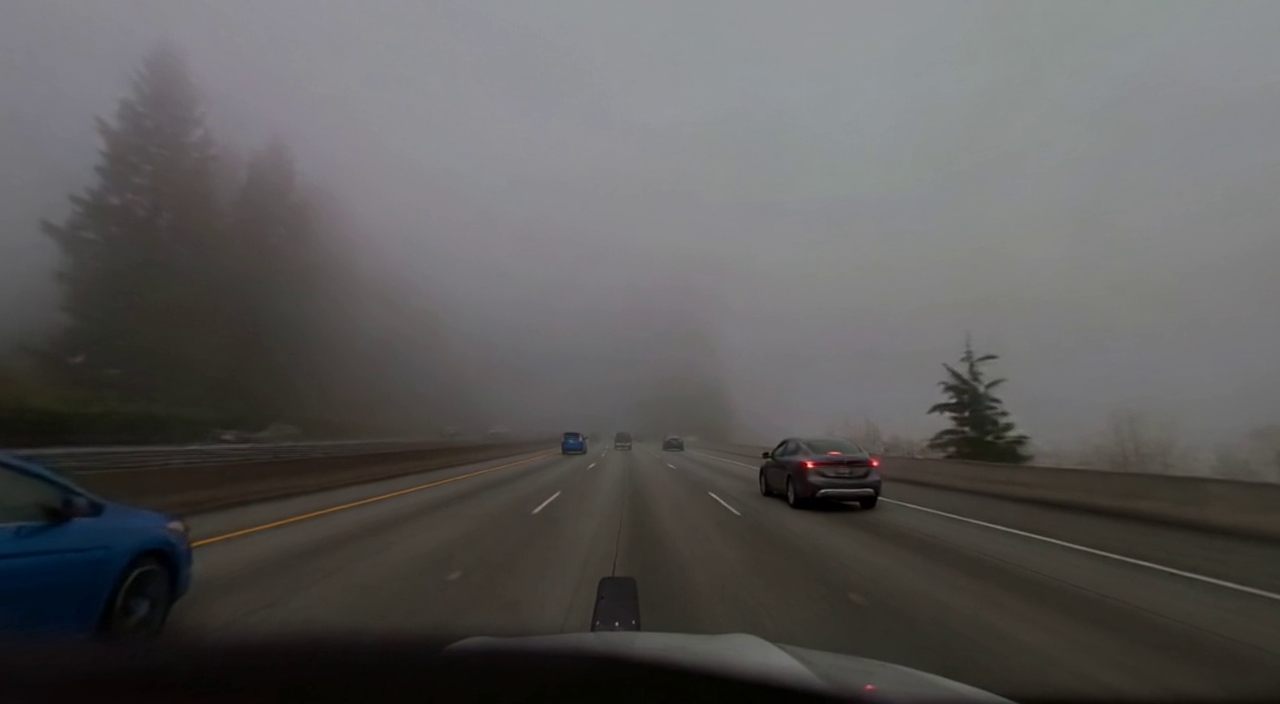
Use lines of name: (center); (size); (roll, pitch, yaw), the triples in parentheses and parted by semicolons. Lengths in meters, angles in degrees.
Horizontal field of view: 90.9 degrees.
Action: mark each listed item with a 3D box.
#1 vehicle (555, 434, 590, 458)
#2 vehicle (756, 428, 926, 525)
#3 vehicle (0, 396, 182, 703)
vehicle: (-4.531, 6.338, 42.837); (1.941, 1.529, 4.111); (0, -8, -1)
vehicle: (3.593, 2.268, 12.109); (1.883, 1.536, 3.792); (0, -8, -2)
vehicle: (-3.922, 0.788, 1.515); (2.032, 1.535, 4.889); (0, -8, -1)
